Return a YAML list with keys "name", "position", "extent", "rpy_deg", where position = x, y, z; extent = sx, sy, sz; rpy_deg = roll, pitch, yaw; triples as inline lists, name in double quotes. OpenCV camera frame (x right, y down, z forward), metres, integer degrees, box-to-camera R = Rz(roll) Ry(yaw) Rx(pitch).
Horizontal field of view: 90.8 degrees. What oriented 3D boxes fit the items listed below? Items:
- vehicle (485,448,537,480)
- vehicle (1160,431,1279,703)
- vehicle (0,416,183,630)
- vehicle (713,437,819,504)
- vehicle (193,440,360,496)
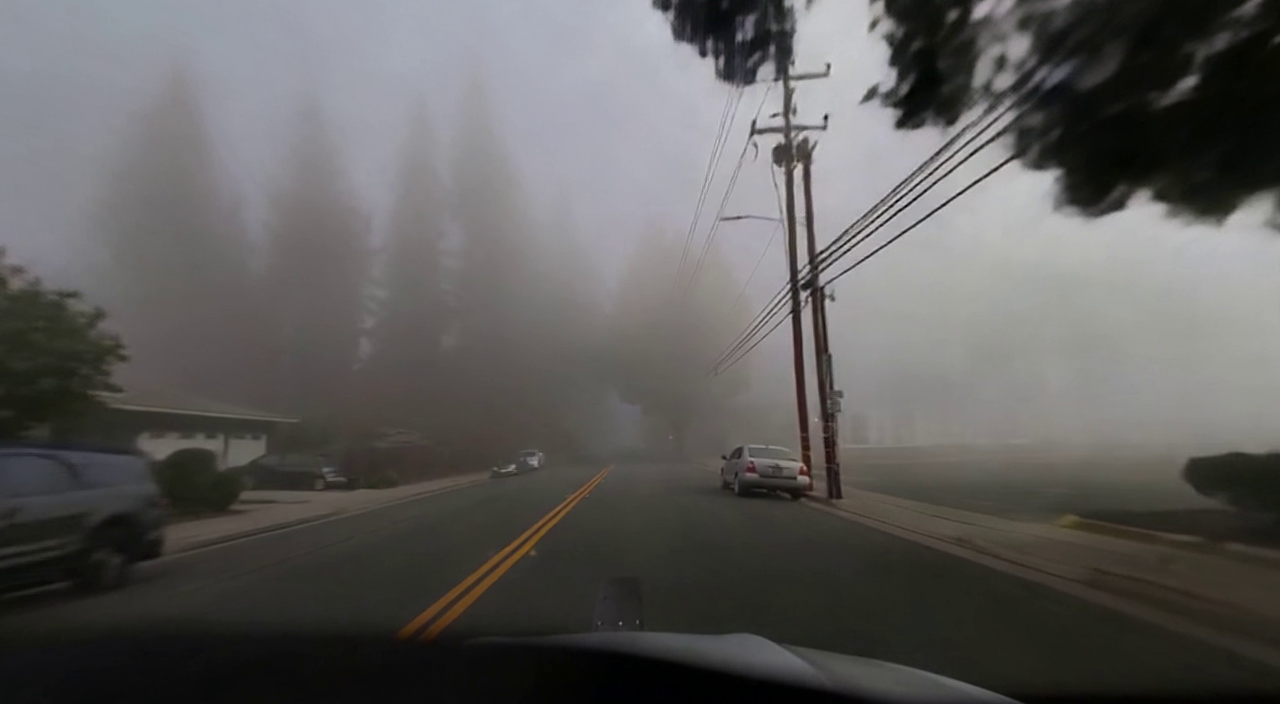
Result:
- name: "vehicle"
  position: [-6.768, 5.911, 33.590]
  extent: [1.815, 1.402, 4.559]
  rpy_deg: [-4, -8, -2]
- name: "vehicle"
  position: [3.430, 0.761, 0.776]
  extent: [1.802, 1.382, 4.300]
  rpy_deg: [0, -8, -2]
- name: "vehicle"
  position: [-6.602, 1.526, 5.404]
  extent: [2.059, 1.831, 4.590]
  rpy_deg: [-3, -8, -1]
- name: "vehicle"
  position: [3.107, 2.986, 16.377]
  extent: [1.843, 1.495, 3.930]
  rpy_deg: [0, -8, -1]
- name: "vehicle"
  position: [-12.464, 3.982, 21.916]
  extent: [4.502, 1.813, 1.948]
  rpy_deg: [0, -8, -1]
